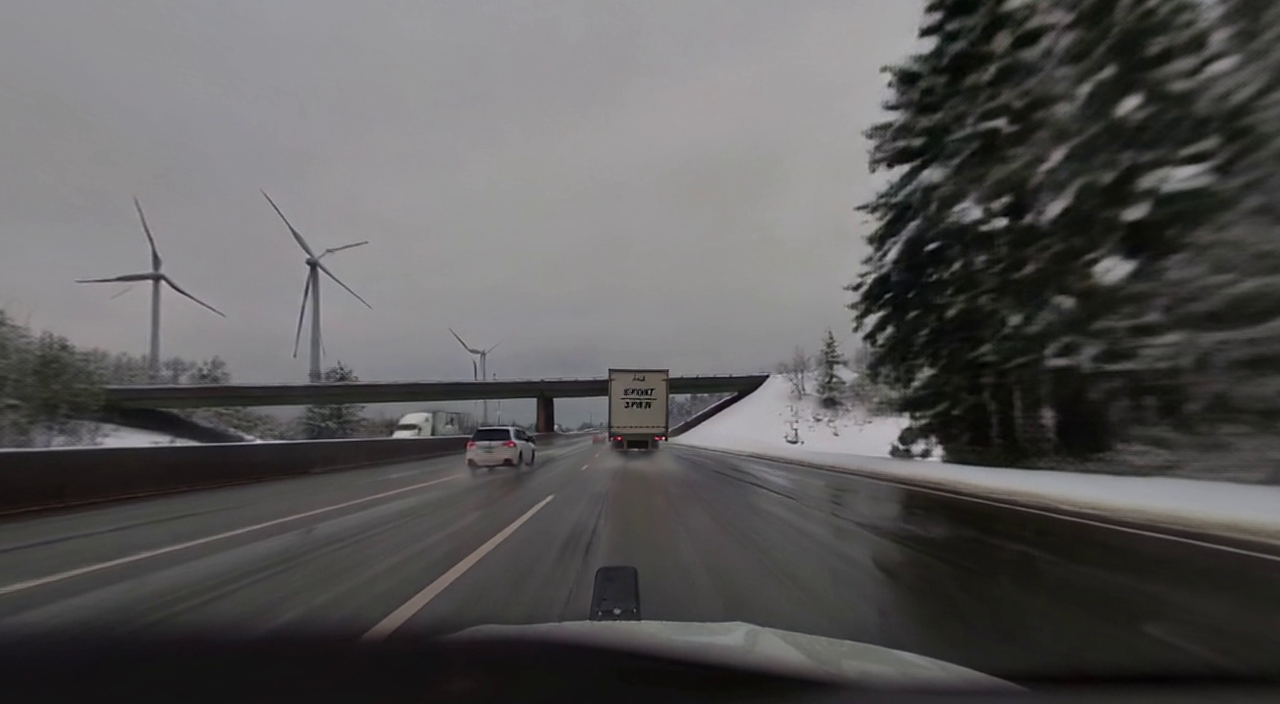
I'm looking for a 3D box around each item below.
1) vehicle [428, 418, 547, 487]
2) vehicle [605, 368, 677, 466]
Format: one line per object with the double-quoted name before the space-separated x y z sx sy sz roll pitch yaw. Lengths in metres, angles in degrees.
"vehicle" -4.130 2.815 18.043 2.167 1.686 4.946 0 -8 0
"vehicle" -0.121 3.481 32.082 2.906 3.990 12.551 0 -8 -2
